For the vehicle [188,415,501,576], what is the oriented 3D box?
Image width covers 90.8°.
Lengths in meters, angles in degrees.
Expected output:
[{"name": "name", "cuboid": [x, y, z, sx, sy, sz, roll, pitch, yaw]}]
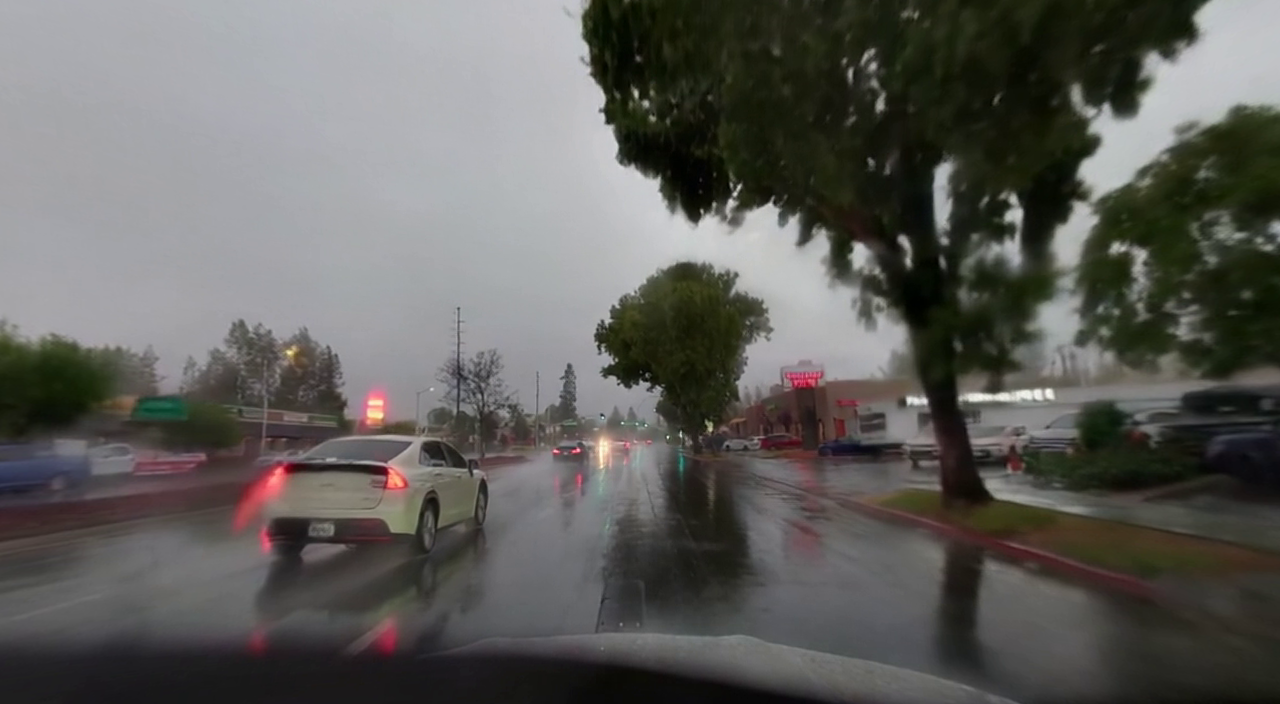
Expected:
[{"name": "vehicle", "cuboid": [-3.577, 1.839, 8.898, 2.126, 1.655, 4.560, 0, -9, 1]}]

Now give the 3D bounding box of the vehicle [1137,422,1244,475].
[{"name": "vehicle", "cuboid": [18.763, 3.264, 21.474, 4.374, 1.588, 2.068, 8, -11, -41]}]

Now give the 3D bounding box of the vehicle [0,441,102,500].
[{"name": "vehicle", "cuboid": [-25.484, 4.761, 25.219, 2.214, 2.238, 6.591, -4, -9, 1]}]

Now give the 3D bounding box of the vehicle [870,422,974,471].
[{"name": "vehicle", "cuboid": [11.911, 3.967, 26.486, 5.297, 1.843, 2.097, 8, -12, -44]}]

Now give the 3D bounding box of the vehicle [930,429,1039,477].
[{"name": "vehicle", "cuboid": [12.368, 3.583, 22.541, 2.090, 1.501, 4.732, -8, -12, 43]}]

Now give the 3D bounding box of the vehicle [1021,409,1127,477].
[{"name": "vehicle", "cuboid": [14.825, 3.103, 21.485, 2.031, 2.064, 4.681, -9, -12, 44]}]

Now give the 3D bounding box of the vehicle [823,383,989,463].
[{"name": "vehicle", "cuboid": [15.570, 4.262, 37.509, 8.300, 4.310, 2.832, -2, -9, 1]}]

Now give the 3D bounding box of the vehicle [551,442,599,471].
[{"name": "vehicle", "cuboid": [-3.390, 5.557, 33.761, 1.955, 1.461, 4.396, 0, -9, 1]}]

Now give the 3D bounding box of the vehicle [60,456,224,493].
[{"name": "vehicle", "cuboid": [-25.326, 6.260, 32.723, 2.650, 1.471, 7.080, -3, -9, 2]}]
